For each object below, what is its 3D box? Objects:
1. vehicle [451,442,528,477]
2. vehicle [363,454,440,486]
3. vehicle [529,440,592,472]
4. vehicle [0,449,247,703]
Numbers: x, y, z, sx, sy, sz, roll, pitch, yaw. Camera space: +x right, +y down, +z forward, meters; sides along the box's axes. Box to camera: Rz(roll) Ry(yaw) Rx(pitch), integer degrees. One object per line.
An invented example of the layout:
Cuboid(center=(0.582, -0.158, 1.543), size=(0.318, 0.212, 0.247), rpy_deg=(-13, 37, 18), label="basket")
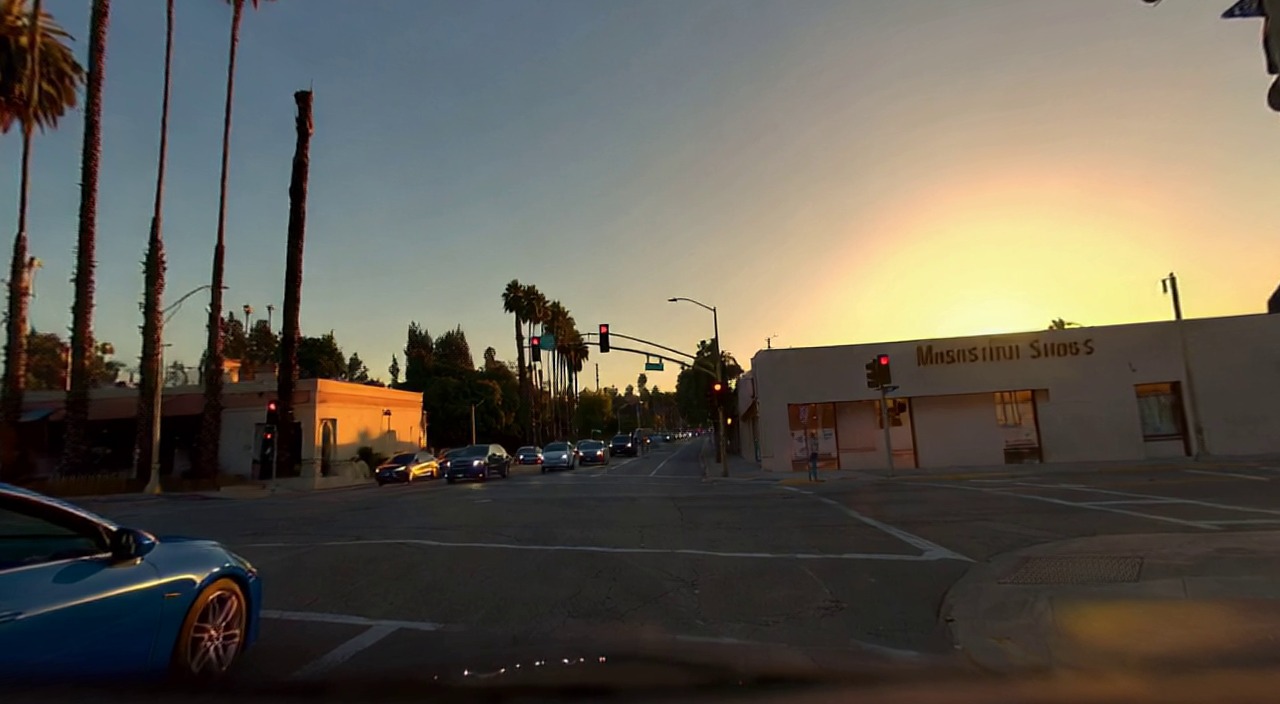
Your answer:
Cuboid(center=(-8.437, 6.108, 36.104), size=(2.152, 1.825, 5.406), rpy_deg=(-2, -9, 11), label="vehicle")
Cuboid(center=(-12.665, 6.282, 33.878), size=(1.880, 1.440, 4.418), rpy_deg=(-4, -9, 9), label="vehicle")
Cuboid(center=(-4.536, 6.065, 36.939), size=(2.092, 1.709, 4.775), rpy_deg=(-2, -9, 13), label="vehicle")
Cuboid(center=(-3.699, 1.020, 2.247), size=(1.850, 1.325, 4.295), rpy_deg=(0, -9, 0), label="vehicle")
